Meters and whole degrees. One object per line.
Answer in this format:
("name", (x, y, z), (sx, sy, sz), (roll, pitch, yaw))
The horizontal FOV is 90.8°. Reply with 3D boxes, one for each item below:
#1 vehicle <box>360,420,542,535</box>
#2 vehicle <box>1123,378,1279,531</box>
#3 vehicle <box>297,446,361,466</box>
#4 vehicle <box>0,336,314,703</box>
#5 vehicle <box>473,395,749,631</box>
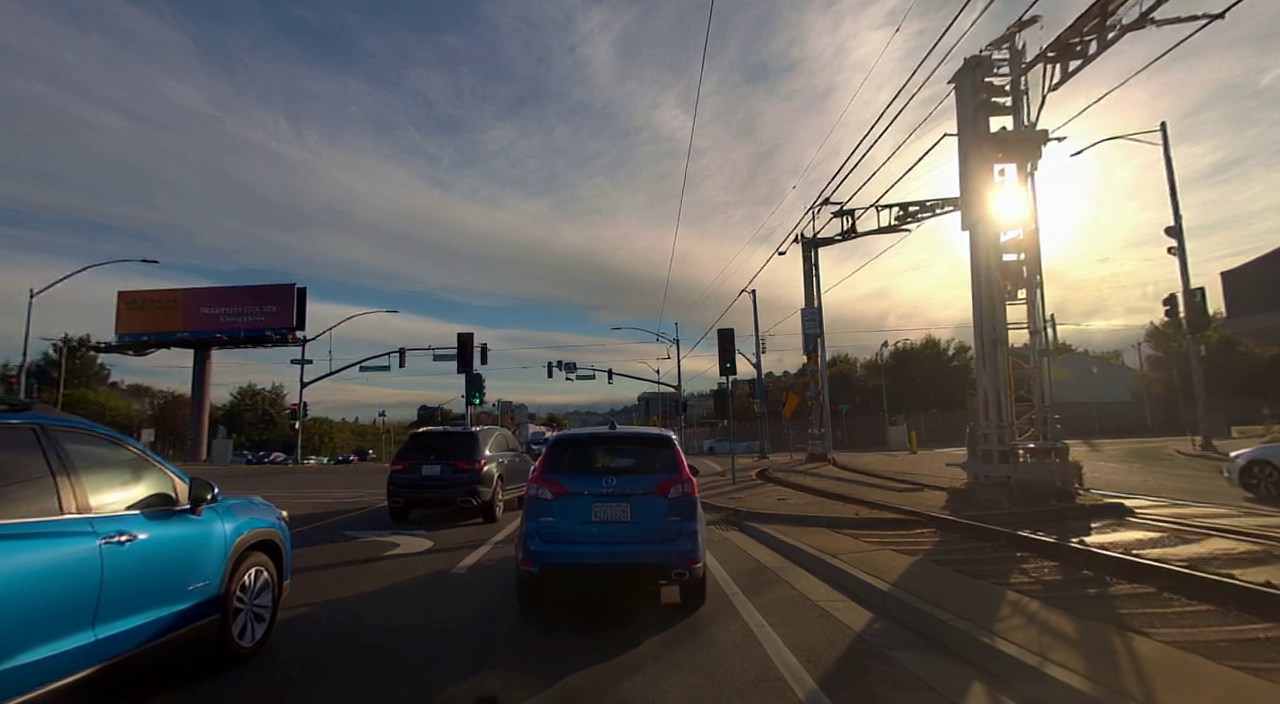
("vehicle", (-3.134, 2.193, 11.586), (1.988, 1.678, 4.317), (0, -9, 0))
("vehicle", (9.599, 1.309, 8.194), (5.060, 1.702, 2.033), (1, -9, -4))
("vehicle", (-24.189, 8.058, 49.077), (4.357, 1.444, 1.842), (-3, -9, 19))
("vehicle", (-3.930, 0.863, 2.986), (2.052, 1.814, 5.184), (0, -9, -1))
("vehicle", (-0.218, 1.459, 6.553), (2.025, 1.723, 3.644), (0, -9, 0))
